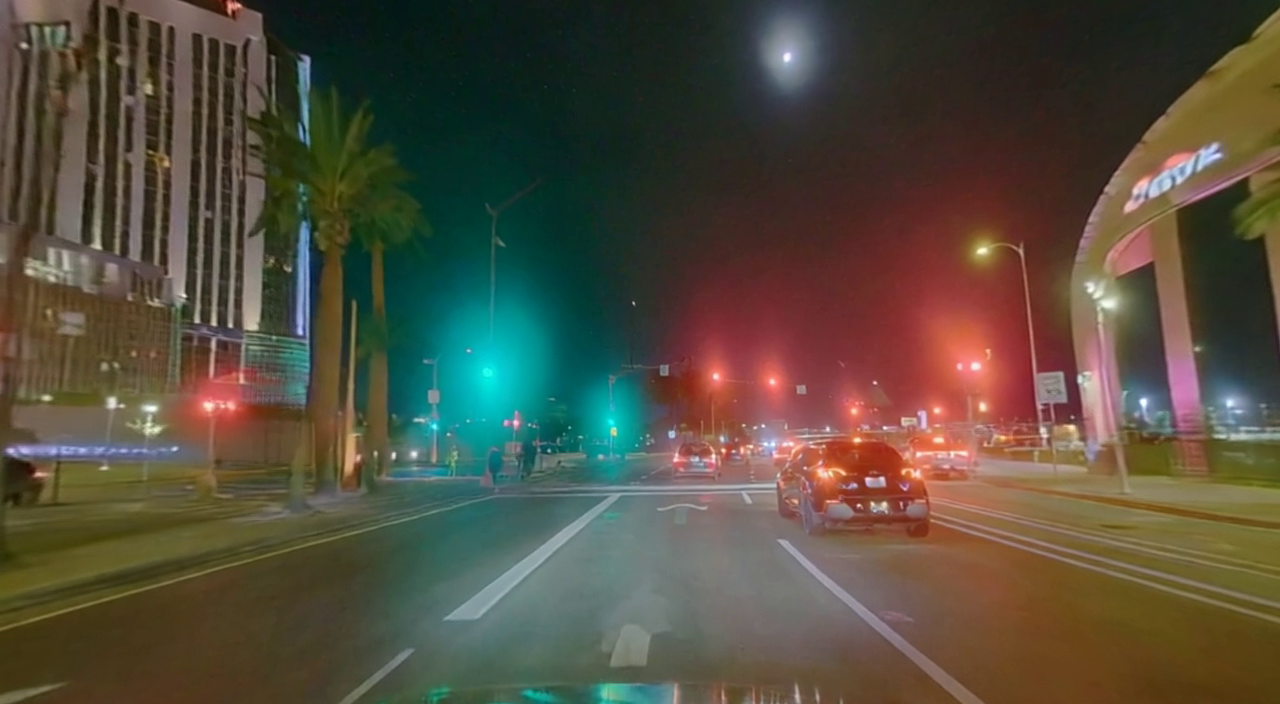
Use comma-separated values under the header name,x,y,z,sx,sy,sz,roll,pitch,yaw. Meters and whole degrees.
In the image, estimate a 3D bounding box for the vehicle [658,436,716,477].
name,x,y,z,sx,sy,sz,roll,pitch,yaw
vehicle,1.991,4.239,25.663,2.077,1.518,3.760,-1,-9,8

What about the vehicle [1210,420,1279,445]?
name,x,y,z,sx,sy,sz,roll,pitch,yaw
vehicle,40.837,5.350,41.561,5.097,1.557,1.900,2,-9,-11

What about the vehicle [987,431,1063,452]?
name,x,y,z,sx,sy,sz,roll,pitch,yaw
vehicle,28.314,6.571,46.320,4.487,1.474,1.943,2,-9,-12

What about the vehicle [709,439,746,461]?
name,x,y,z,sx,sy,sz,roll,pitch,yaw
vehicle,6.265,6.955,44.717,2.134,1.492,4.674,-2,-9,13

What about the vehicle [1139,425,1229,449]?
name,x,y,z,sx,sy,sz,roll,pitch,yaw
vehicle,34.615,5.432,40.100,4.535,1.480,1.882,2,-9,-13

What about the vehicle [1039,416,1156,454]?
name,x,y,z,sx,sy,sz,roll,pitch,yaw
vehicle,28.035,5.120,38.629,5.771,2.019,2.293,-1,-8,-12

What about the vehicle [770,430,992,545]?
name,x,y,z,sx,sy,sz,roll,pitch,yaw
vehicle,3.711,2.175,10.893,2.051,1.509,4.933,0,-9,2
